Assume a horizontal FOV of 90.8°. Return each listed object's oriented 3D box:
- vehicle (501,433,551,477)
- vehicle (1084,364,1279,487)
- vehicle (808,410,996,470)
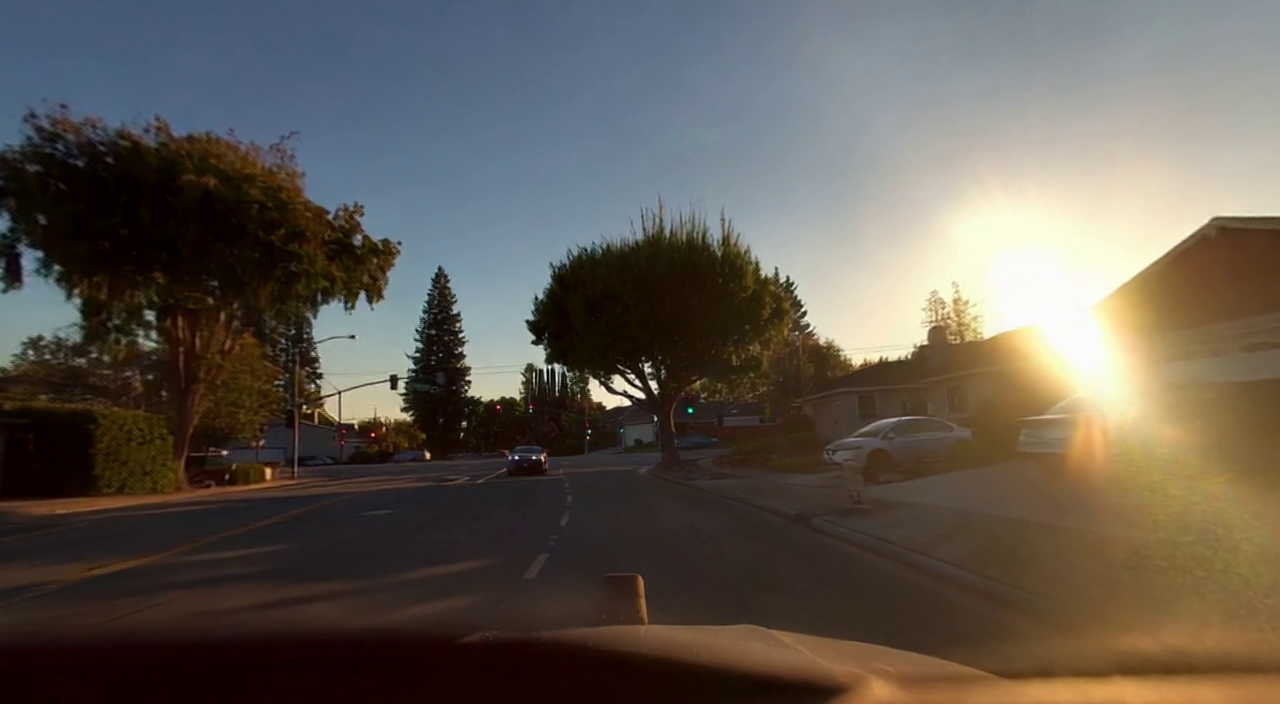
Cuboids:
[{"bbox_3d":[-5.171,4.726,29.282,2.041,1.834,4.679,1,-9,-8],"label":"vehicle"},{"bbox_3d":[9.405,1.109,9.336,4.231,1.592,1.953,0,-9,-4],"label":"vehicle"},{"bbox_3d":[7.605,2.598,18.616,4.663,1.618,1.962,1,-9,-7],"label":"vehicle"}]
